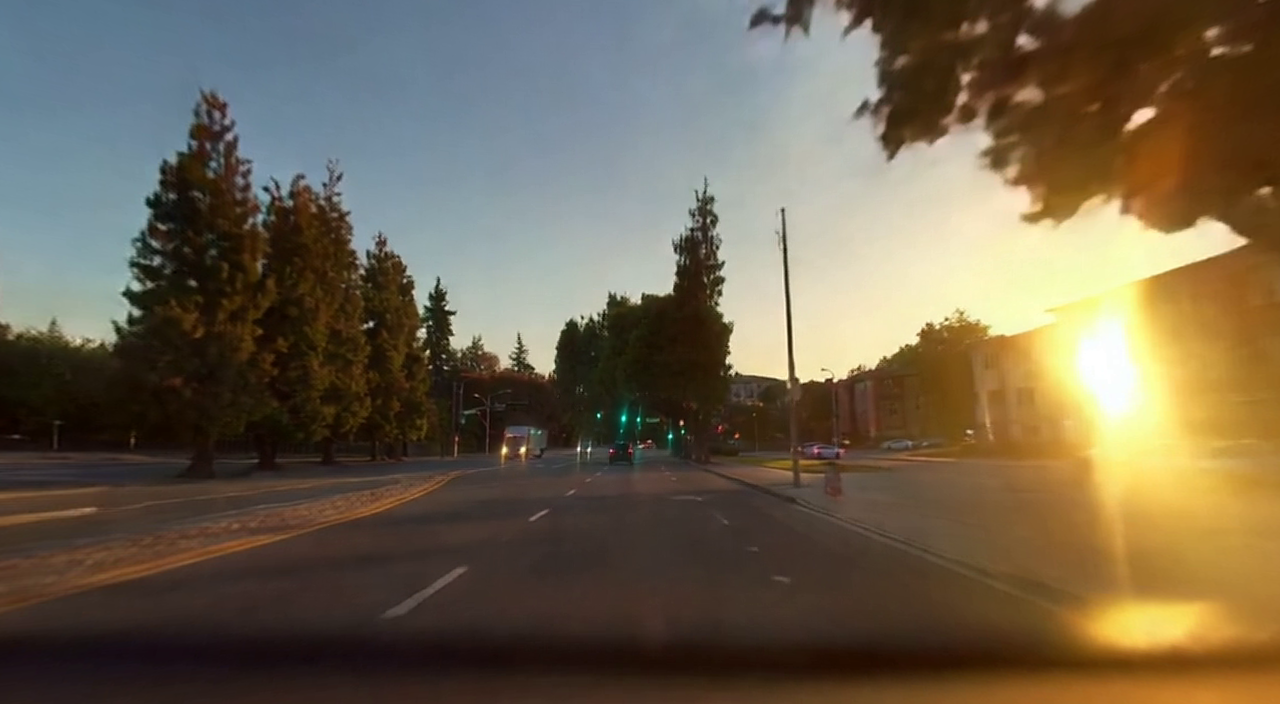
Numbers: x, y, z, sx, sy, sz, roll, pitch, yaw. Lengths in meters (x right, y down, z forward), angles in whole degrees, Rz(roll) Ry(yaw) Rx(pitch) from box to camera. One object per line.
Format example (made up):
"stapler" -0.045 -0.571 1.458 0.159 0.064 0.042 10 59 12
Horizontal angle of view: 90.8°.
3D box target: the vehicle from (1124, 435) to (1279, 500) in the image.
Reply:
"vehicle" 15.308 2.857 15.960 4.673 1.458 2.046 1 -9 -7

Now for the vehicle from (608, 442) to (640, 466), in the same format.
"vehicle" -1.062 7.063 43.918 2.011 1.498 4.914 -1 -8 1
